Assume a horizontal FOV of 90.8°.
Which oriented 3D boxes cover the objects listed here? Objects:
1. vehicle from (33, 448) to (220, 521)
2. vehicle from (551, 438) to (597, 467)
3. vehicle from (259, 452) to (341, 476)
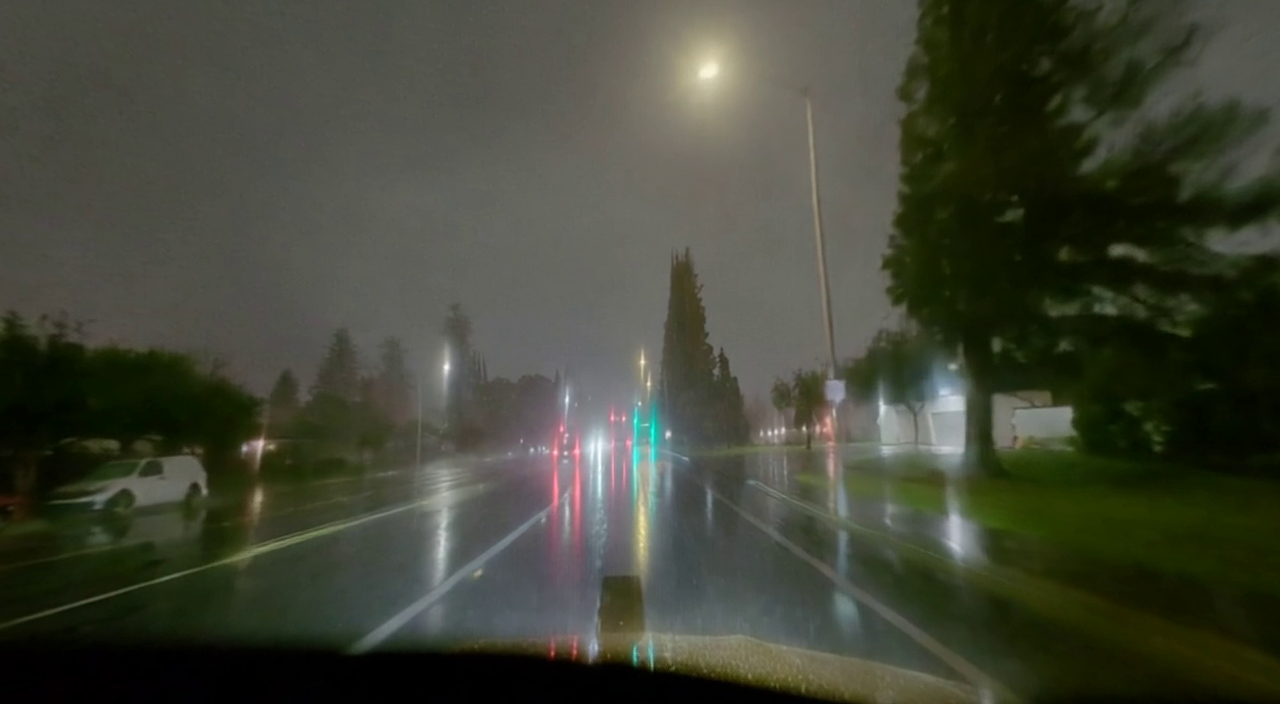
[{"bbox_3d":[-15.752,4.017,19.801,2.050,1.784,4.577,-3,-8,0],"label":"vehicle"},{"bbox_3d":[-3.513,5.482,34.558,2.030,1.467,4.251,0,-8,0],"label":"vehicle"},{"bbox_3d":[-22.300,7.352,41.534,4.252,1.458,1.915,0,-8,1],"label":"vehicle"}]
